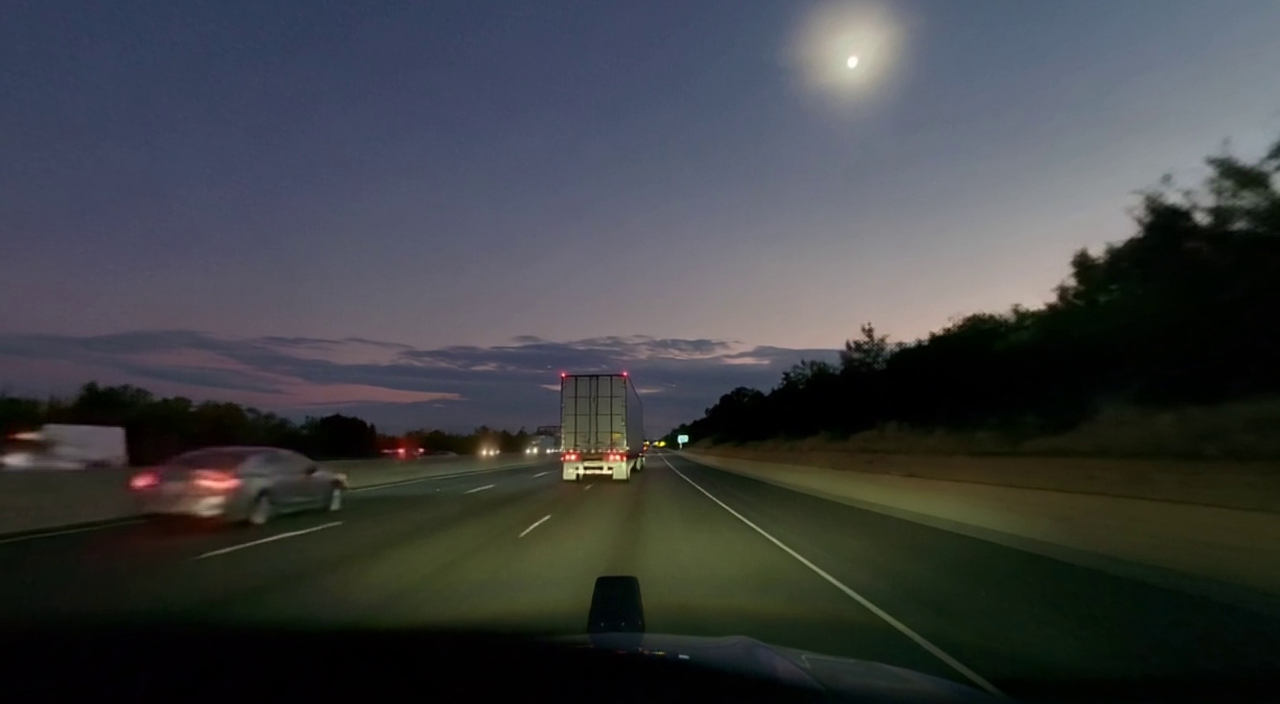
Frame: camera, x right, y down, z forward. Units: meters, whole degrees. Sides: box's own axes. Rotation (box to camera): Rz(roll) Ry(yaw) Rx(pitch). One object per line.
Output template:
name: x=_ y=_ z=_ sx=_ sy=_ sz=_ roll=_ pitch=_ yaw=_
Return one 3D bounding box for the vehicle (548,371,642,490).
vehicle: x=-1.513 y=3.806 z=28.969 sx=2.851 sy=4.098 sz=14.436 roll=0 pitch=-9 yaw=2

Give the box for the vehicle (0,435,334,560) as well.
vehicle: x=-6.762 y=2.022 z=9.525 sx=1.967 sy=1.420 sz=4.473 roll=0 pitch=-9 yaw=0
